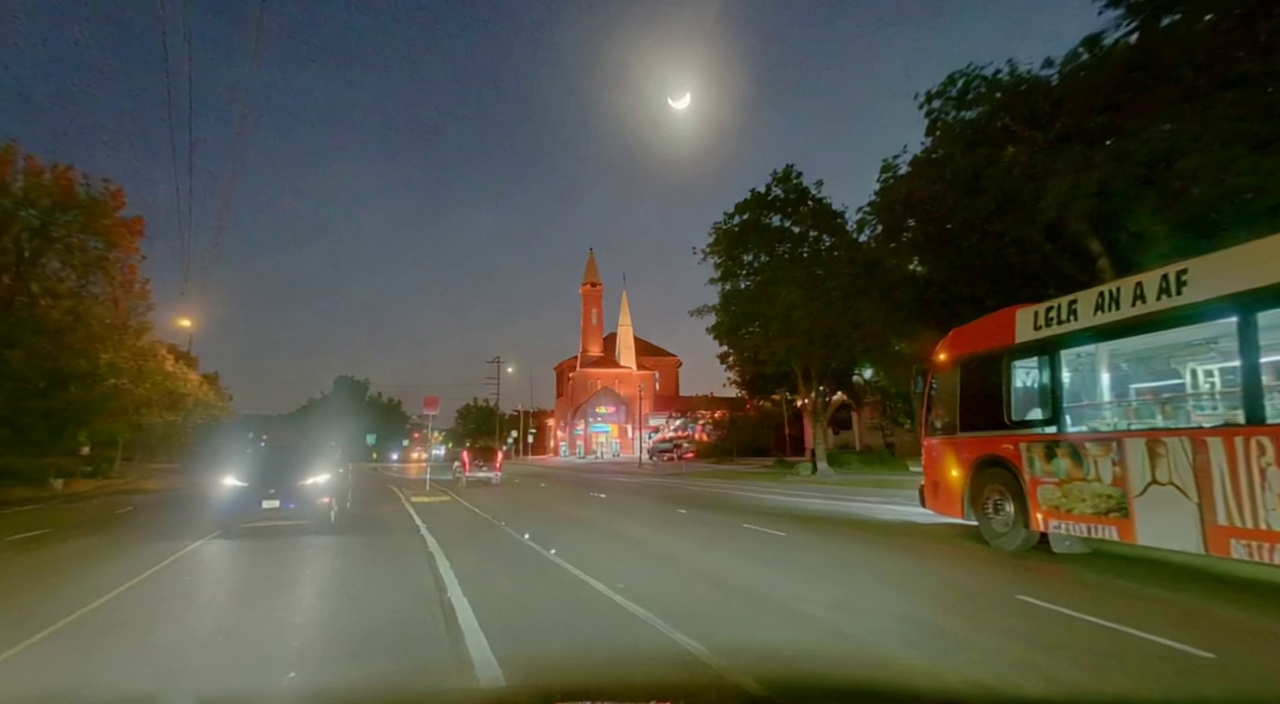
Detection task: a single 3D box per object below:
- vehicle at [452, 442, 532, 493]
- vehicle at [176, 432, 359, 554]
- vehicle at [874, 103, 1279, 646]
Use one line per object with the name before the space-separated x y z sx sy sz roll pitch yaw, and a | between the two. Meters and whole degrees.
vehicle | -5.455 4.110 22.858 2.032 1.621 4.082 3 -9 -24
vehicle | -6.068 2.243 10.870 2.060 1.624 4.179 3 -9 -22
vehicle | 5.567 0.020 3.242 3.028 3.353 12.630 0 -9 -5
